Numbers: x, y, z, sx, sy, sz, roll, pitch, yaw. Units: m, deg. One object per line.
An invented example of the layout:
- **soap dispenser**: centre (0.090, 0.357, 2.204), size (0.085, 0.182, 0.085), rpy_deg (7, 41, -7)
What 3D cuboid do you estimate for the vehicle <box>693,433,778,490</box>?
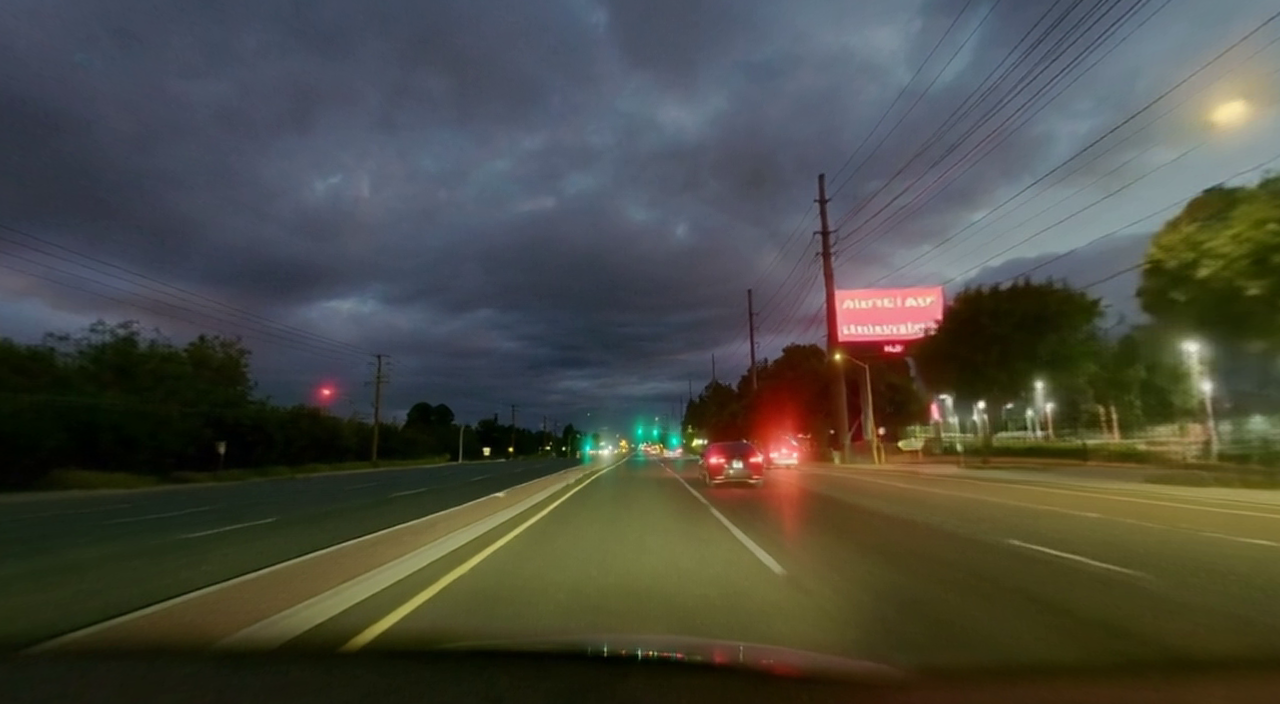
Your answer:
- **vehicle**: centre (3.010, 3.576, 20.866), size (2.078, 1.668, 4.078), rpy_deg (0, -9, -1)
